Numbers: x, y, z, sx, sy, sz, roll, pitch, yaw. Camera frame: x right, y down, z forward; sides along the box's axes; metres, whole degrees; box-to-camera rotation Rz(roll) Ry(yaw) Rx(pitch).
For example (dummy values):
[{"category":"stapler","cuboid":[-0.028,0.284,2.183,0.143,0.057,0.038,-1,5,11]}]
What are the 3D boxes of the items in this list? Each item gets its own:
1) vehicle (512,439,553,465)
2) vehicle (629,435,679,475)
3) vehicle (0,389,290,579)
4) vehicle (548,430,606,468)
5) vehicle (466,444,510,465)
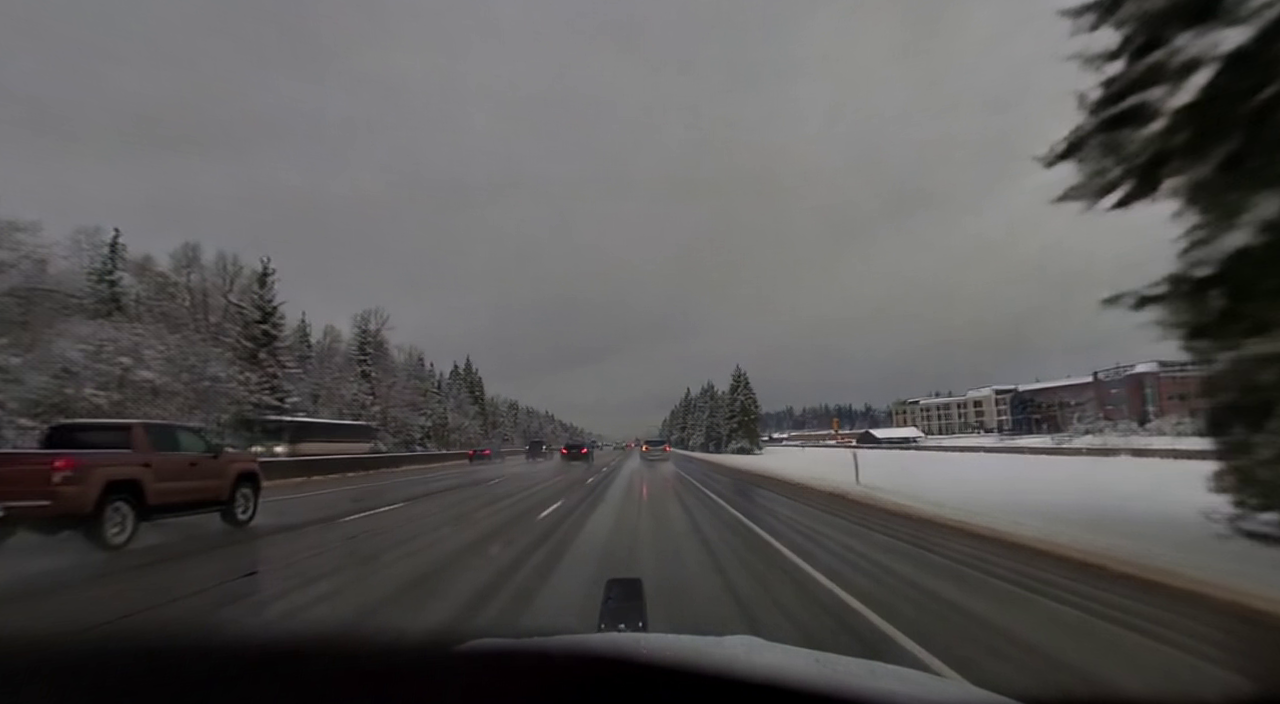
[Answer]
[{"category":"vehicle","cuboid":[-7.732,7.220,45.904,2.078,1.779,4.610,0,-8,1]},{"category":"vehicle","cuboid":[0.618,4.836,29.864,2.135,1.697,4.757,0,-8,0]},{"category":"vehicle","cuboid":[-7.685,1.622,8.359,2.521,1.901,5.988,0,-8,2]},{"category":"vehicle","cuboid":[-3.636,5.806,37.920,2.751,2.050,5.761,0,-8,1]},{"category":"vehicle","cuboid":[-11.058,7.455,46.071,1.951,1.491,4.697,0,-8,1]}]
